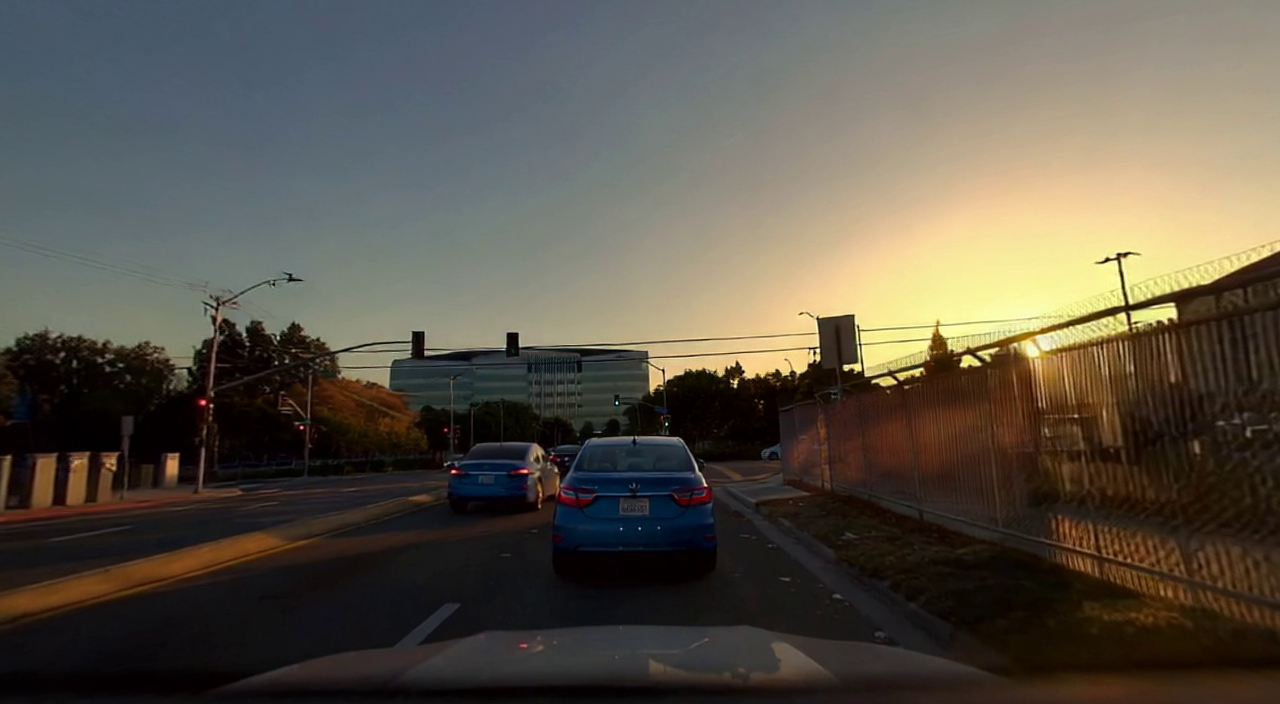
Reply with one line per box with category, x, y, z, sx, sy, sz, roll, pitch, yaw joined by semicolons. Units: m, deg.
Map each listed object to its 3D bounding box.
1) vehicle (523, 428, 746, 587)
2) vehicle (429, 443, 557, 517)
vehicle;-0.080;1.808;8.157;2.144;1.514;4.063;0;-9;-1
vehicle;-3.272;2.946;15.046;1.971;1.488;4.581;0;-9;0
